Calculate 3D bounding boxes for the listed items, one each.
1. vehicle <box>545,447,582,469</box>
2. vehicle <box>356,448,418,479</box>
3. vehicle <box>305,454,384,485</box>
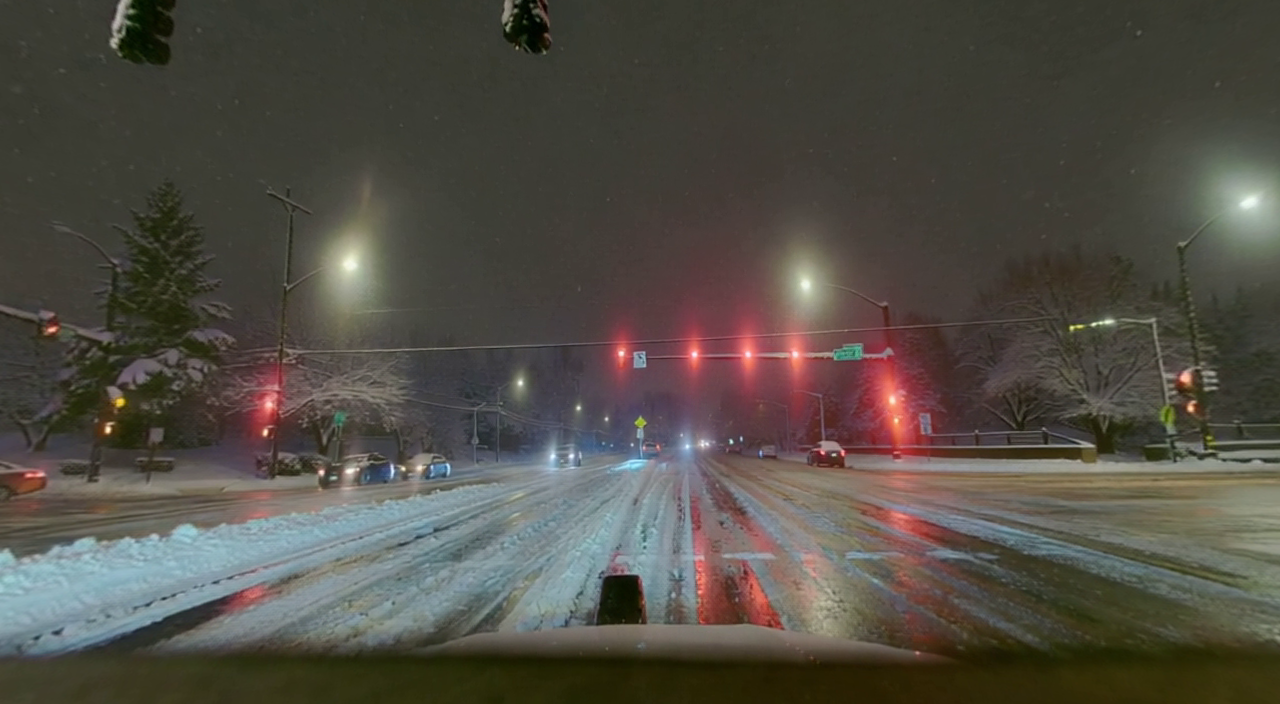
[{"bbox_3d":[-5.693,7.932,47.162,2.154,1.501,4.416,0,-9,0],"label":"vehicle"},{"bbox_3d":[-16.183,7.106,40.443,1.960,1.819,5.018,0,-9,-1],"label":"vehicle"},{"bbox_3d":[-16.094,6.382,34.497,2.055,1.506,4.663,0,-9,-1],"label":"vehicle"}]
